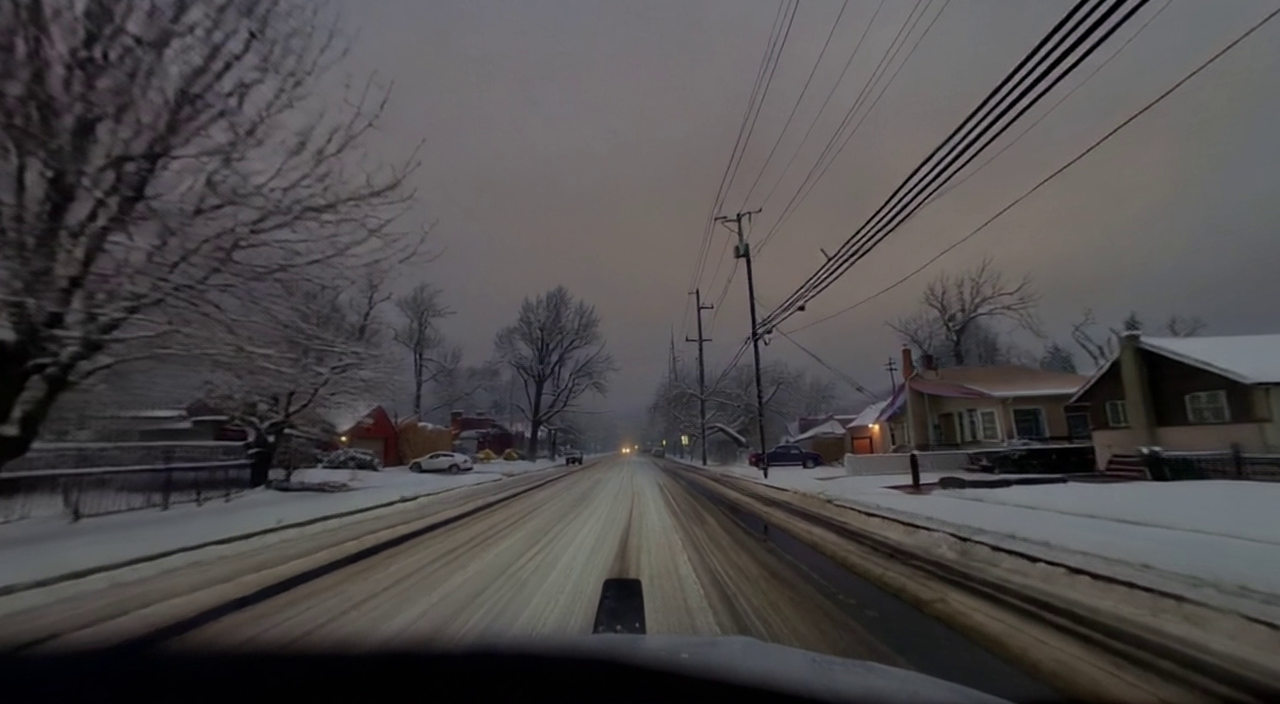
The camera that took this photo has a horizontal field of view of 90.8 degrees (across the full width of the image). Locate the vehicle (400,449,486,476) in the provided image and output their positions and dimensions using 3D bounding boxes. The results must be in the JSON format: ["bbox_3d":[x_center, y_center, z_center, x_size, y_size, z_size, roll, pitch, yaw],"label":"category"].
[{"bbox_3d":[-11.284,6.369,36.429,4.371,1.482,1.954,0,-9,-3],"label":"vehicle"}]

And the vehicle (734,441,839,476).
[{"bbox_3d":[9.061,6.643,39.582,5.890,1.896,2.459,-2,-9,-2],"label":"vehicle"}]
